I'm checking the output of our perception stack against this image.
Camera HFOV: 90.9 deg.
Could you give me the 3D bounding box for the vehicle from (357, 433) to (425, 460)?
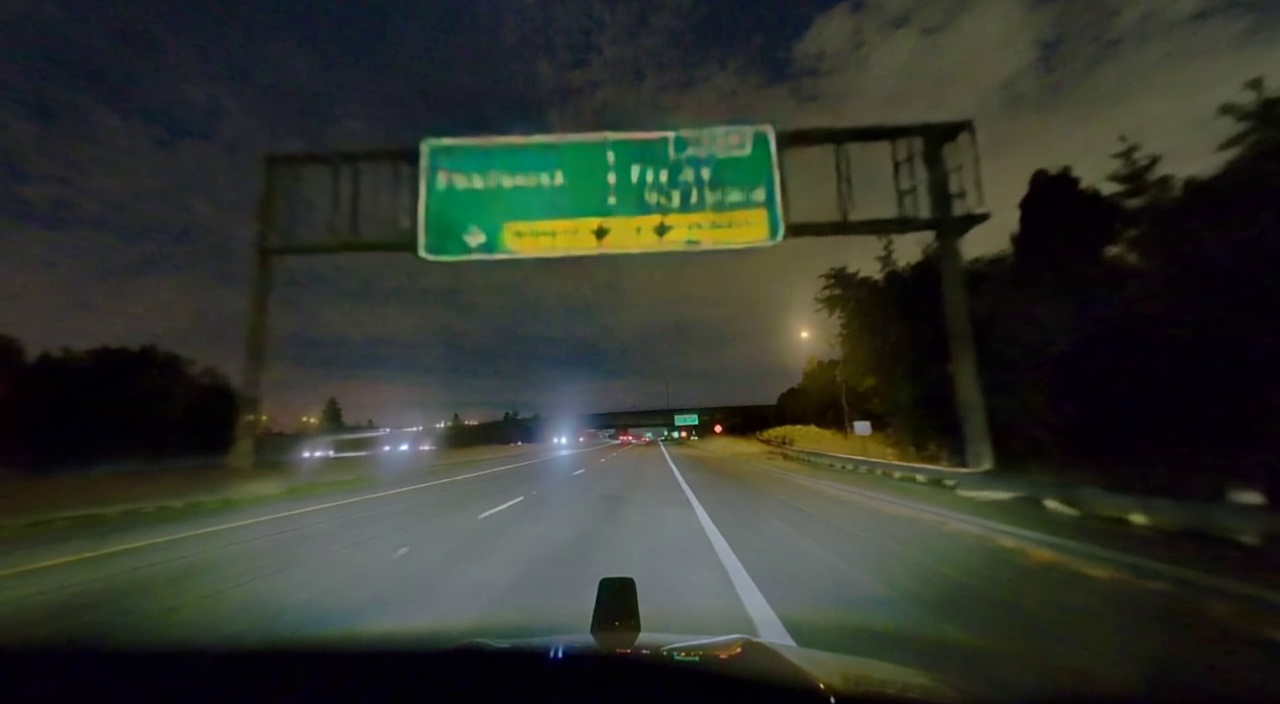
[{"bbox_3d":[-15.299,5.799,39.053,2.223,1.560,4.808,0,-8,0],"label":"vehicle"}]
